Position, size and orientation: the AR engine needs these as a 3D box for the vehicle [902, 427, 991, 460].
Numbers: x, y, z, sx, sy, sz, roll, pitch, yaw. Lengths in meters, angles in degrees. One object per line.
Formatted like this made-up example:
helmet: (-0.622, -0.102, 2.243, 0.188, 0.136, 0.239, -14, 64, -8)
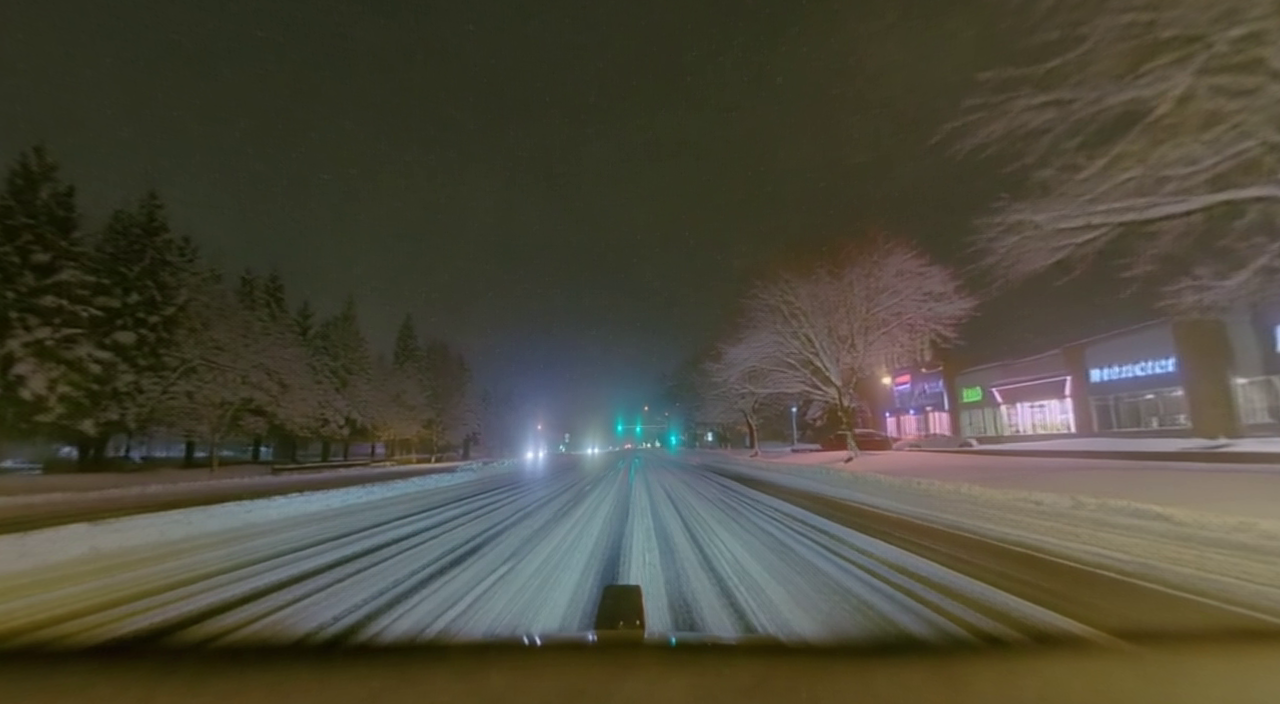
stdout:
vehicle: (23.272, 6.937, 48.081, 5.460, 1.980, 2.188, -5, -8, 1)
